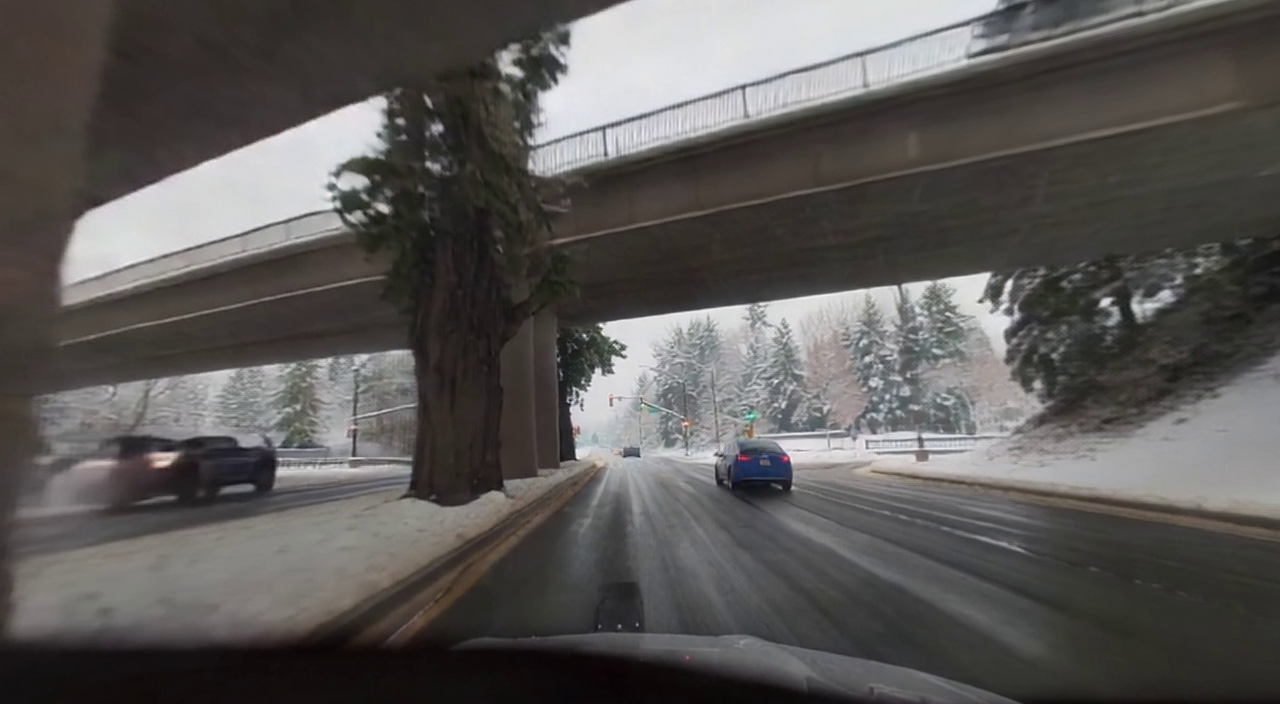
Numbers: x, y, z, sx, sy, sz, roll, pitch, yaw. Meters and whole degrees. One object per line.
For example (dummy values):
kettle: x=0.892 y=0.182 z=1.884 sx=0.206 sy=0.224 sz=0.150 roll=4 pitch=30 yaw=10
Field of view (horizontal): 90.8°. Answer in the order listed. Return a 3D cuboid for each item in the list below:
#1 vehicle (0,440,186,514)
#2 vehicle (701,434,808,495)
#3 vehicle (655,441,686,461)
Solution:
vehicle: x=-14.447 y=3.159 z=16.544 sx=1.844 sy=1.650 sz=4.333 roll=0 pitch=-8 yaw=0
vehicle: x=3.071 y=3.114 z=17.945 sx=2.062 sy=1.484 sz=4.332 roll=0 pitch=-8 yaw=-2
vehicle: x=2.343 y=7.812 z=49.939 sx=2.038 sy=1.437 sz=3.856 roll=0 pitch=-8 yaw=-3
